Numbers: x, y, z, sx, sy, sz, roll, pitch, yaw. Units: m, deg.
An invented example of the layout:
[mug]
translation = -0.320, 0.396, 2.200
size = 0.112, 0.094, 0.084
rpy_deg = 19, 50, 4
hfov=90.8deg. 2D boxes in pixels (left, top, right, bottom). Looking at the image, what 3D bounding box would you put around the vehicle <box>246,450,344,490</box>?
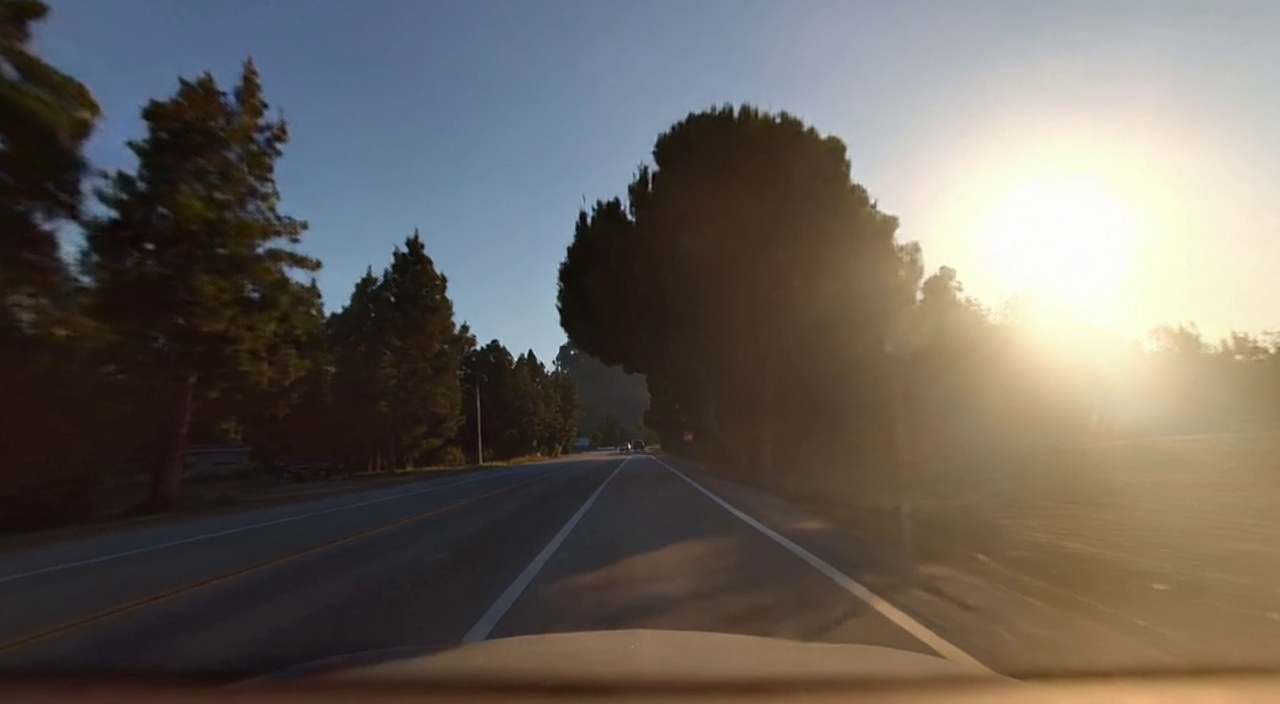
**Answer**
[vehicle]
translation = -20.569, 7.016, 37.782
size = 4.655, 1.832, 2.227
rpy_deg = -6, -8, 2
